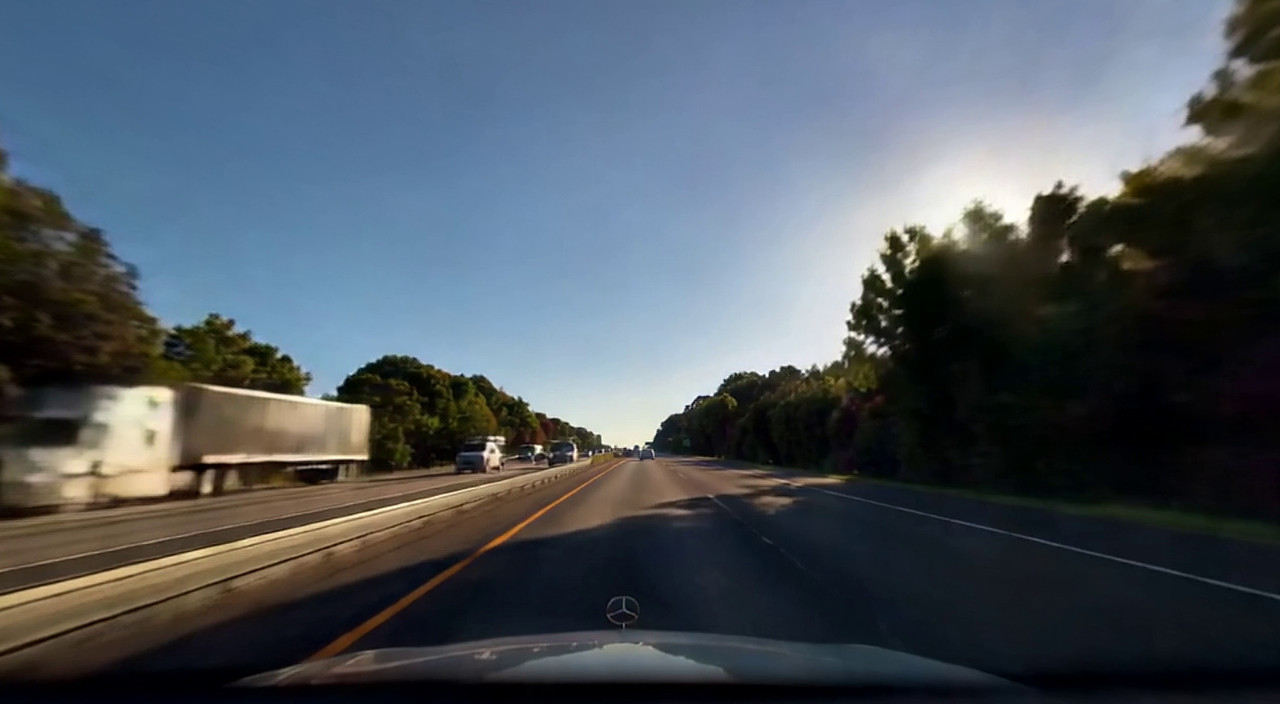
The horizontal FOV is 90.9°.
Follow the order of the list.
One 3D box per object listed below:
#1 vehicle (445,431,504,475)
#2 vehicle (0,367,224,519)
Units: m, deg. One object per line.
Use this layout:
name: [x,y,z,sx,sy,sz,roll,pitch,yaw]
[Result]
vehicle: [-12.309,7.567,47.459,2.459,3.018,6.687,0,-9,1]
vehicle: [-16.773,2.873,19.853,2.761,3.994,6.240,0,-9,1]
